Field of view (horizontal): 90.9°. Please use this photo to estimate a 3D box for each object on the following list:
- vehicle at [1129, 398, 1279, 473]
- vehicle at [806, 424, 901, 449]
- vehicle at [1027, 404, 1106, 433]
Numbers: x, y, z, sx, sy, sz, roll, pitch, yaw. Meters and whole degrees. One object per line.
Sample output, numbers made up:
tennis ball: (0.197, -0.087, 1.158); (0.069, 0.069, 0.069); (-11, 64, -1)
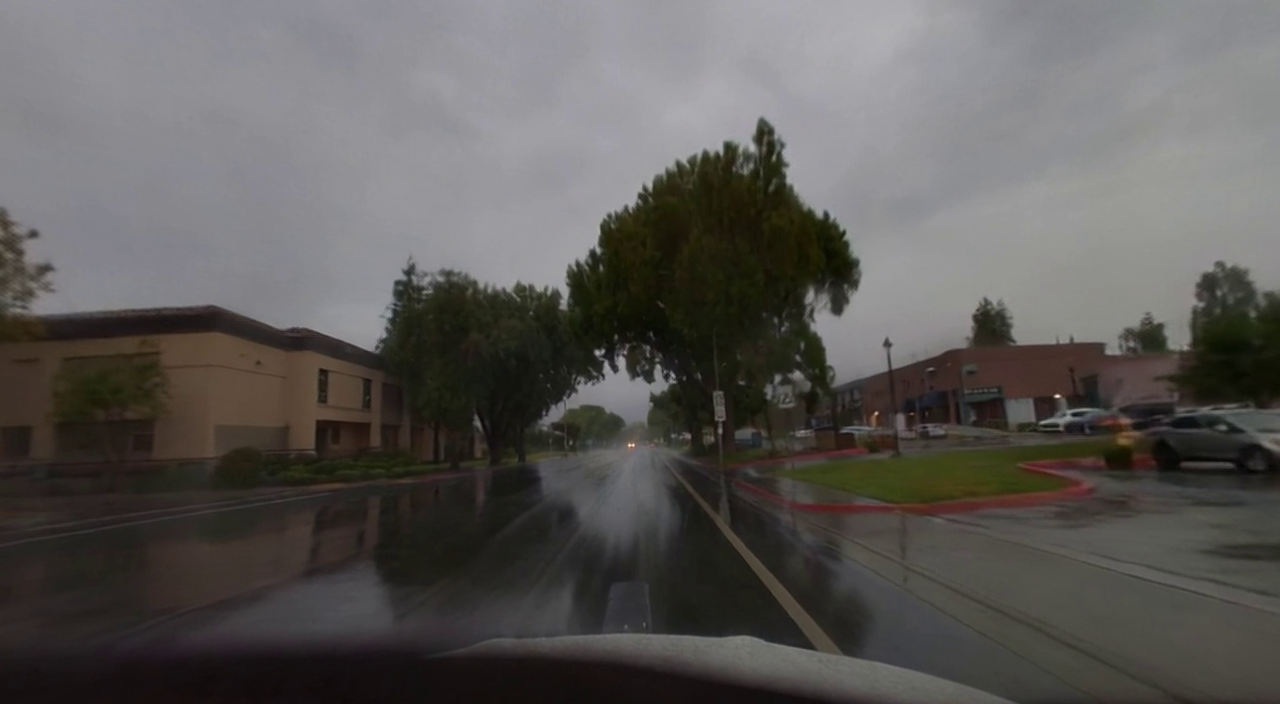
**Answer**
vehicle: (13.702, 1.882, 14.037); (1.927, 1.464, 4.644); (0, -8, 1)
vehicle: (12.773, 5.096, 37.924); (4.955, 1.489, 2.002); (0, -8, 1)
vehicle: (27.244, 4.319, 40.457); (1.850, 1.706, 4.610); (0, -8, 0)
